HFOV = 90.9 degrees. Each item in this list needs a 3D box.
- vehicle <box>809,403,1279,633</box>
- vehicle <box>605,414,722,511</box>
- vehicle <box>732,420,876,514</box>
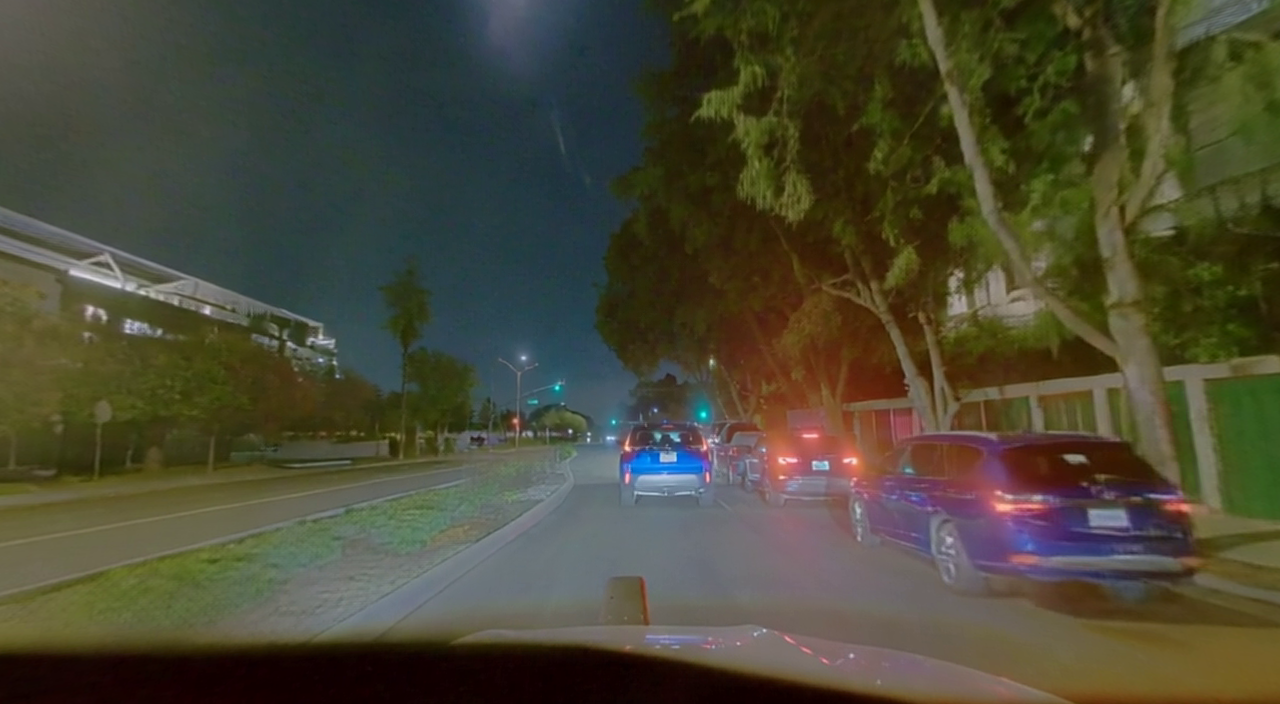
[{"bbox_3d":[3.682,1.605,7.201,2.138,1.699,4.852,0,-9,0],"label":"vehicle"},{"bbox_3d":[0.526,2.585,15.074,2.386,1.947,4.168,-1,-9,1],"label":"vehicle"},{"bbox_3d":[3.835,2.816,15.933,2.238,1.958,5.250,0,-9,1],"label":"vehicle"}]
